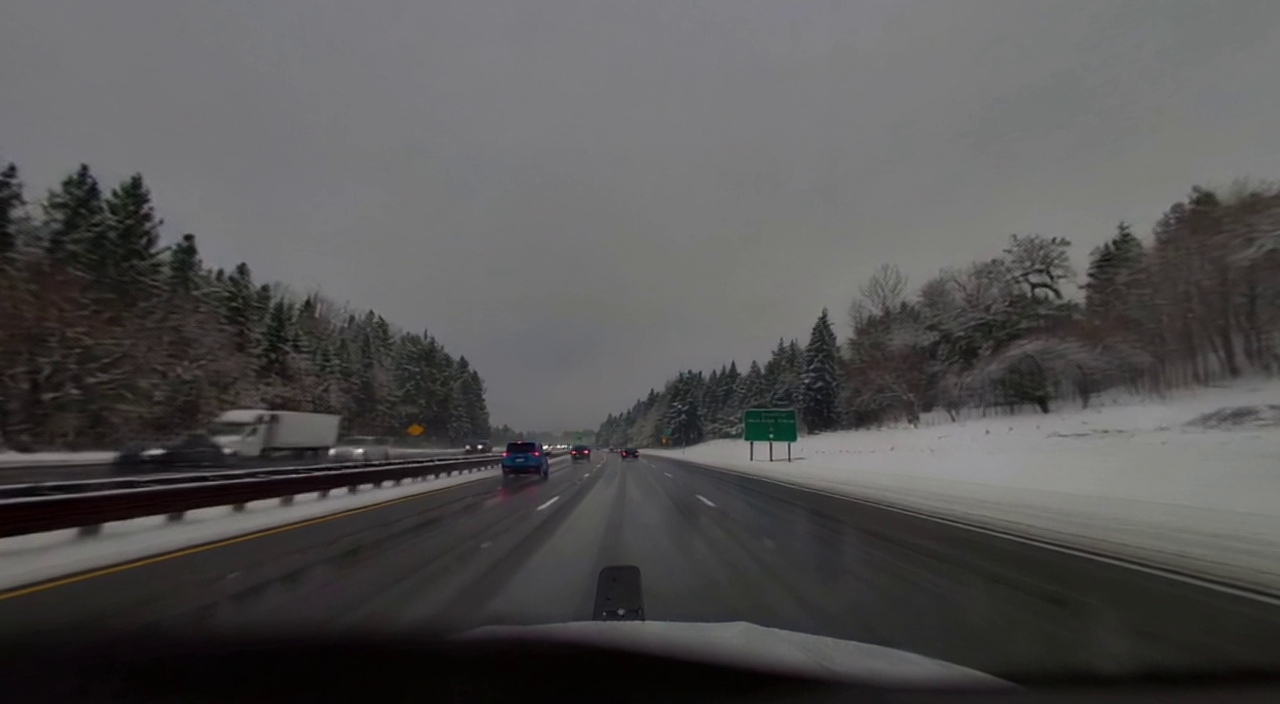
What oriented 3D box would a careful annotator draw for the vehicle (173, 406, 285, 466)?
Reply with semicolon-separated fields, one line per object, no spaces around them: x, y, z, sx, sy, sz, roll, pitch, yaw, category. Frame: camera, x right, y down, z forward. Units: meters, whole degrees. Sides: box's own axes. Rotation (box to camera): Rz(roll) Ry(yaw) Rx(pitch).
-17.853;3.722;27.690;2.131;2.428;4.017;0;-9;0;vehicle

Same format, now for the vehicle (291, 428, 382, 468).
-13.694;4.391;28.820;1.934;1.650;4.563;0;-9;-1;vehicle

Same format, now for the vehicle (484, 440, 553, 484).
-4.984;4.541;26.411;2.088;1.675;4.108;0;-9;0;vehicle

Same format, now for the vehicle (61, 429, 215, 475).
-17.701;3.558;22.576;1.851;1.453;4.488;0;-9;-1;vehicle
